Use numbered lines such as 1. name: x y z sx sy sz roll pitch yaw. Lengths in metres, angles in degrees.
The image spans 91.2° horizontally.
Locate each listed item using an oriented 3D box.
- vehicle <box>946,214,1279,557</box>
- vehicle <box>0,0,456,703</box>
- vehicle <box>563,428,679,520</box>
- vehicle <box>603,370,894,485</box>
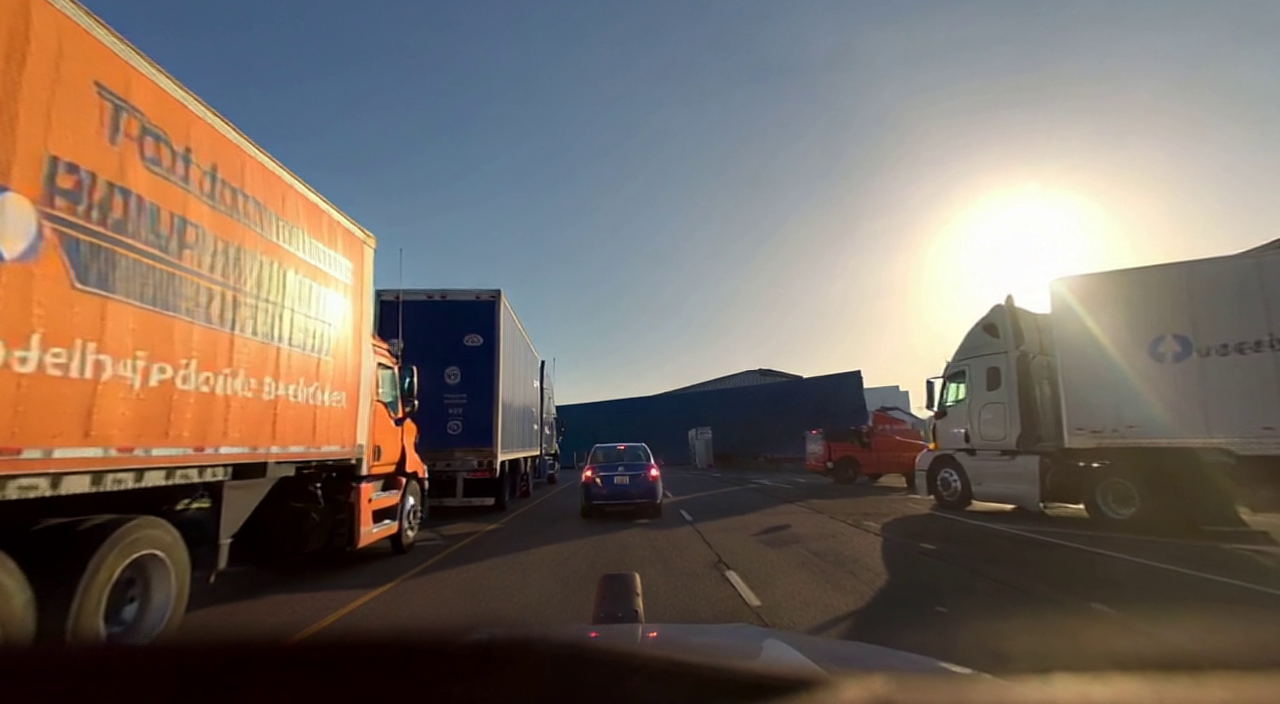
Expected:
1. vehicle: 11.148 0.181 6.686 13.564 4.152 3.110 -9 -12 42
2. vehicle: -3.986 0.362 4.048 2.986 3.391 9.523 0 -9 -2
3. vehicle: -0.369 2.566 13.628 2.140 1.682 3.971 0 -9 0
4. vehicle: 3.924 3.565 28.968 2.877 4.124 14.516 3 -8 -41
